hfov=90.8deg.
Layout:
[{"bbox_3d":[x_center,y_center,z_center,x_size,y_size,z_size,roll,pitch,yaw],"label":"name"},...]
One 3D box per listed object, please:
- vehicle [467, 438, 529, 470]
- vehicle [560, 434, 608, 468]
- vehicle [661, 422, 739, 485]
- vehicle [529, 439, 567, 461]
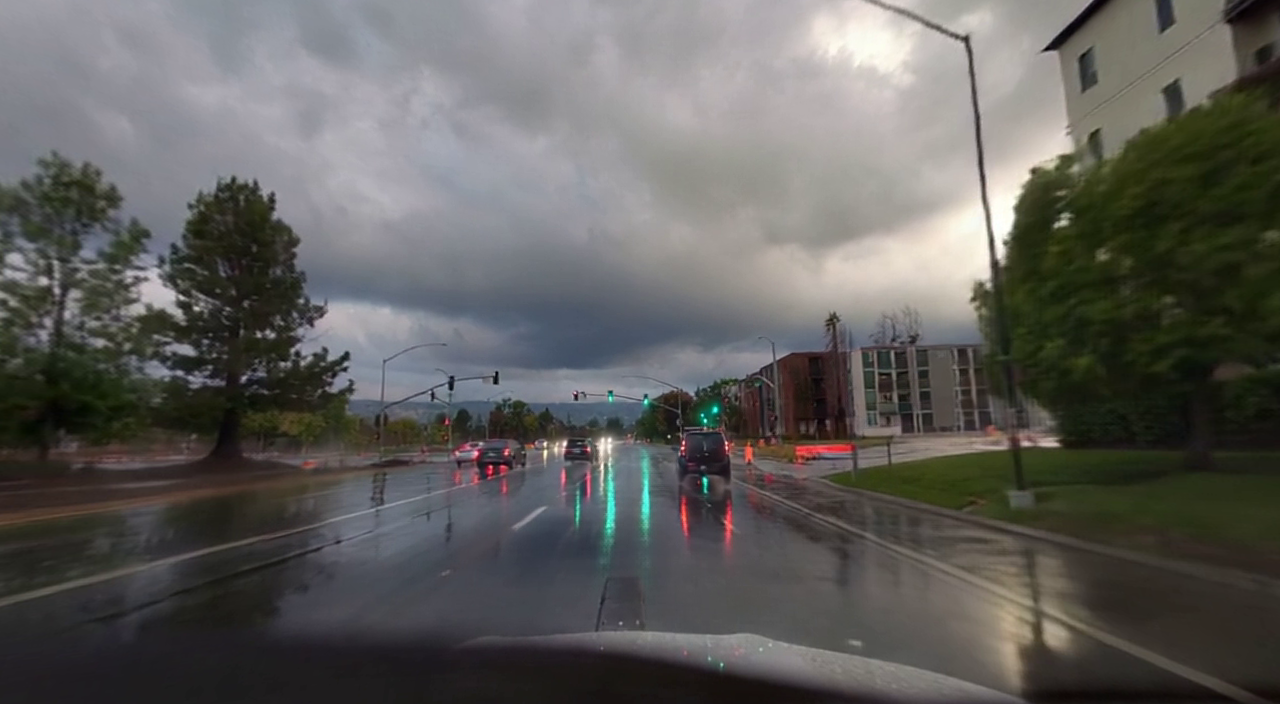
[{"bbox_3d":[-7.038,5.104,31.760,1.928,1.488,4.635,0,-8,2],"label":"vehicle"},{"bbox_3d":[-2.904,5.248,33.609,2.121,1.654,3.993,0,-8,1],"label":"vehicle"},{"bbox_3d":[1.848,3.324,20.853,2.197,1.835,4.316,0,-8,1],"label":"vehicle"},{"bbox_3d":[-6.511,6.970,45.142,1.993,1.492,3.666,0,-8,2],"label":"vehicle"}]
